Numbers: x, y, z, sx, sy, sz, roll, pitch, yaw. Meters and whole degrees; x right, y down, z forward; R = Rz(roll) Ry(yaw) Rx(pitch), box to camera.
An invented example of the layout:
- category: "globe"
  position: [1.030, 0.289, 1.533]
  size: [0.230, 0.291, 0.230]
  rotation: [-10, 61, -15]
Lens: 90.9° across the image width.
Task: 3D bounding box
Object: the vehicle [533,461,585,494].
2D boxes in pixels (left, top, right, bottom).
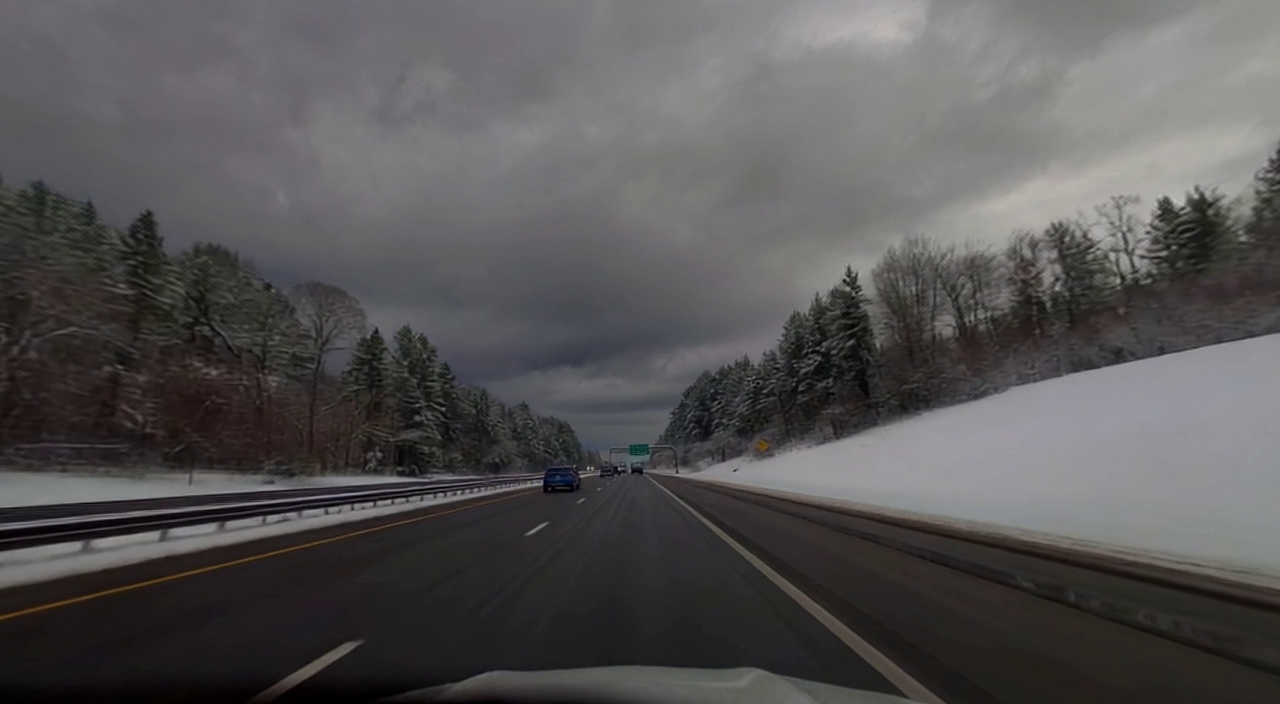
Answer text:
- category: "vehicle"
  position: [-4.126, 6.524, 32.829]
  size: [2.040, 1.525, 4.603]
  rotation: [1, -11, 1]
